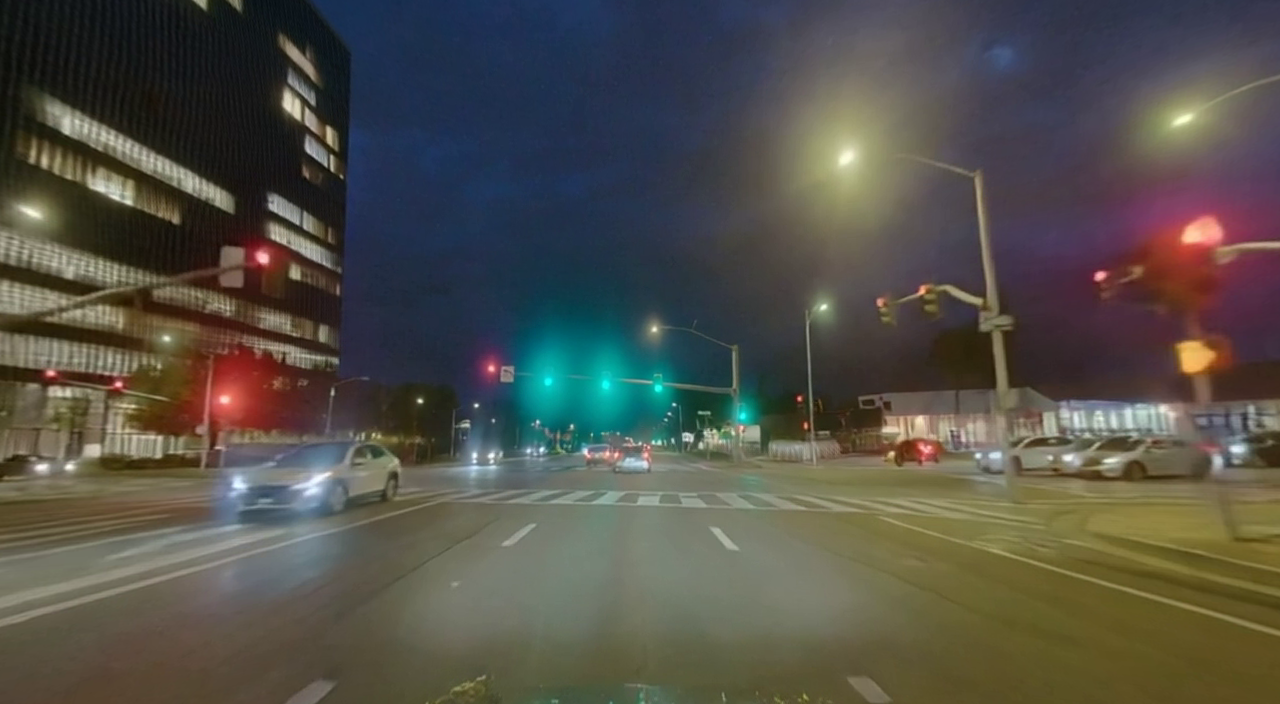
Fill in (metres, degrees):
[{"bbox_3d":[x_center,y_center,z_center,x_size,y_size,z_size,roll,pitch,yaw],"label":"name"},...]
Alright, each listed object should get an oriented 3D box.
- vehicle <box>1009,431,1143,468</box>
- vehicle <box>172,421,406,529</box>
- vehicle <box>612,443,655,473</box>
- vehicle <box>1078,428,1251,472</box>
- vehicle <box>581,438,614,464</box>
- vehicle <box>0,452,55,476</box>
[{"bbox_3d":[19.858,4.443,29.039,4.602,1.594,1.917,-2,-8,17],"label":"vehicle"},{"bbox_3d":[-6.265,2.224,12.005,1.937,1.659,4.259,0,-8,1],"label":"vehicle"},{"bbox_3d":[-0.331,5.260,31.637,2.050,1.385,4.096,0,-8,-1],"label":"vehicle"},{"bbox_3d":[20.446,3.849,24.888,4.778,1.588,1.822,-3,-9,17],"label":"vehicle"},{"bbox_3d":[-3.114,7.316,46.765,2.001,1.784,4.483,0,-8,2],"label":"vehicle"},{"bbox_3d":[-42.925,7.643,43.324,4.372,1.557,1.961,-3,-10,17],"label":"vehicle"}]
